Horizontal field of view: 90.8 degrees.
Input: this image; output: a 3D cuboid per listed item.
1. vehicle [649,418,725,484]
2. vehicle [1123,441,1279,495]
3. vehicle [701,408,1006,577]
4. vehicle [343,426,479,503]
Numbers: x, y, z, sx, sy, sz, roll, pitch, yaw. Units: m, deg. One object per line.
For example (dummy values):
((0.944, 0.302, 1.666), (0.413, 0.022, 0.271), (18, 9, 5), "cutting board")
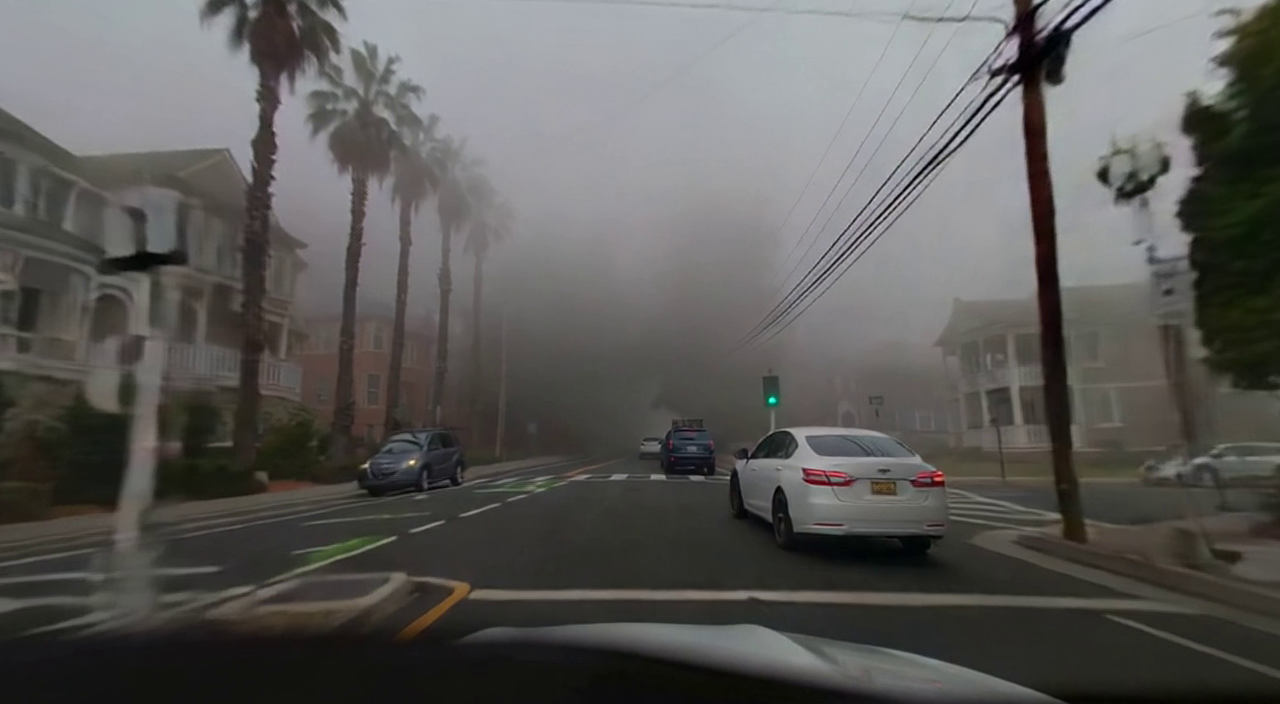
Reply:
((1.453, 3.323, 21.400), (2.109, 2.002, 4.424), (0, -8, -2), "vehicle")
((18.267, 3.587, 19.818), (4.421, 1.502, 2.161), (-1, -8, -1), "vehicle")
((2.236, 1.646, 8.230), (2.096, 1.552, 4.519), (1, -8, -5), "vehicle")
((-6.532, 3.179, 18.617), (2.069, 1.820, 4.388), (-3, -6, 5), "vehicle")
